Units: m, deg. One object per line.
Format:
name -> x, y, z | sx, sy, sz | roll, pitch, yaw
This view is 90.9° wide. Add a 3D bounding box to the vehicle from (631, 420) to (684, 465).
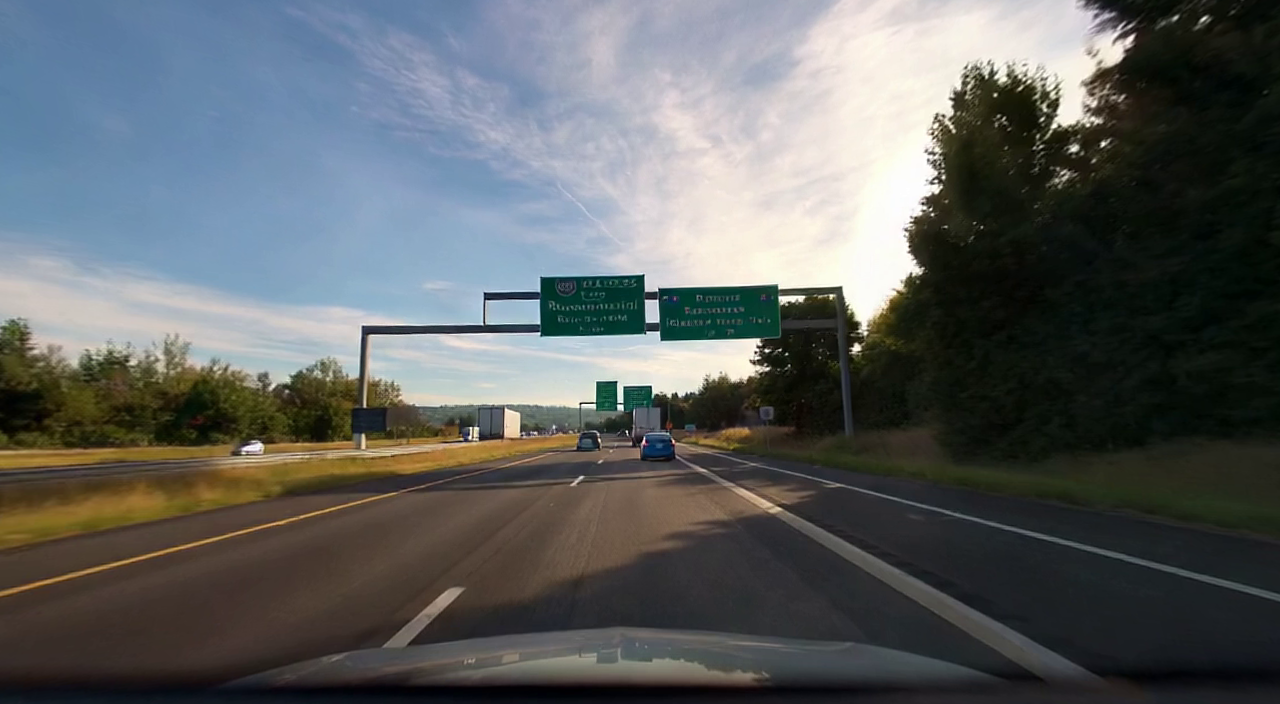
vehicle -> 0.705, 4.129, 28.915 | 2.076, 1.914, 4.287 | 0, -8, -3
